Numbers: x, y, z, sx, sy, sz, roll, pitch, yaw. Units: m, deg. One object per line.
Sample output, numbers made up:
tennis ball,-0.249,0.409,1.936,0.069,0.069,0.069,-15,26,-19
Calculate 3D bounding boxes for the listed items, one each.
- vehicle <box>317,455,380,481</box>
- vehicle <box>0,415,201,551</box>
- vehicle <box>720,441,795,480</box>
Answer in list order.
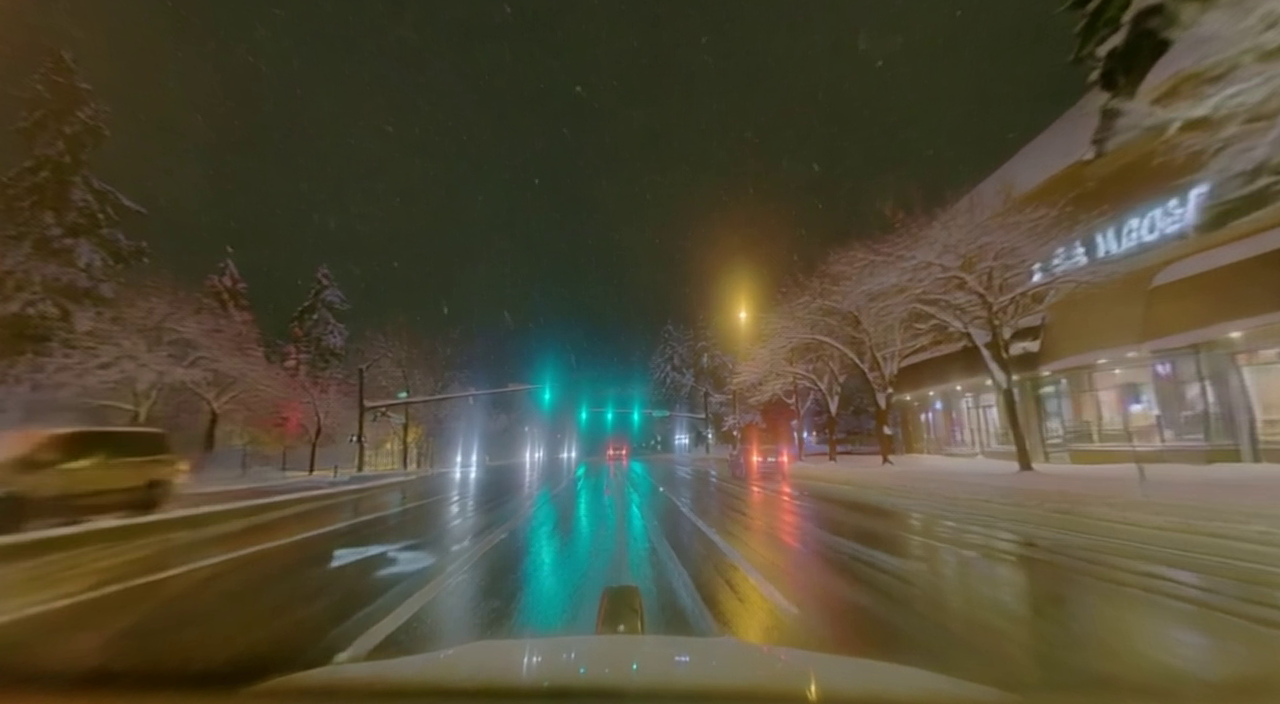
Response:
vehicle,-17.874,7.101,38.918,1.931,1.480,4.396,0,-9,-3
vehicle,-10.628,2.156,10.687,2.290,1.989,5.924,0,-9,-2
vehicle,4.800,4.521,26.526,2.024,1.475,4.600,0,-9,-3
